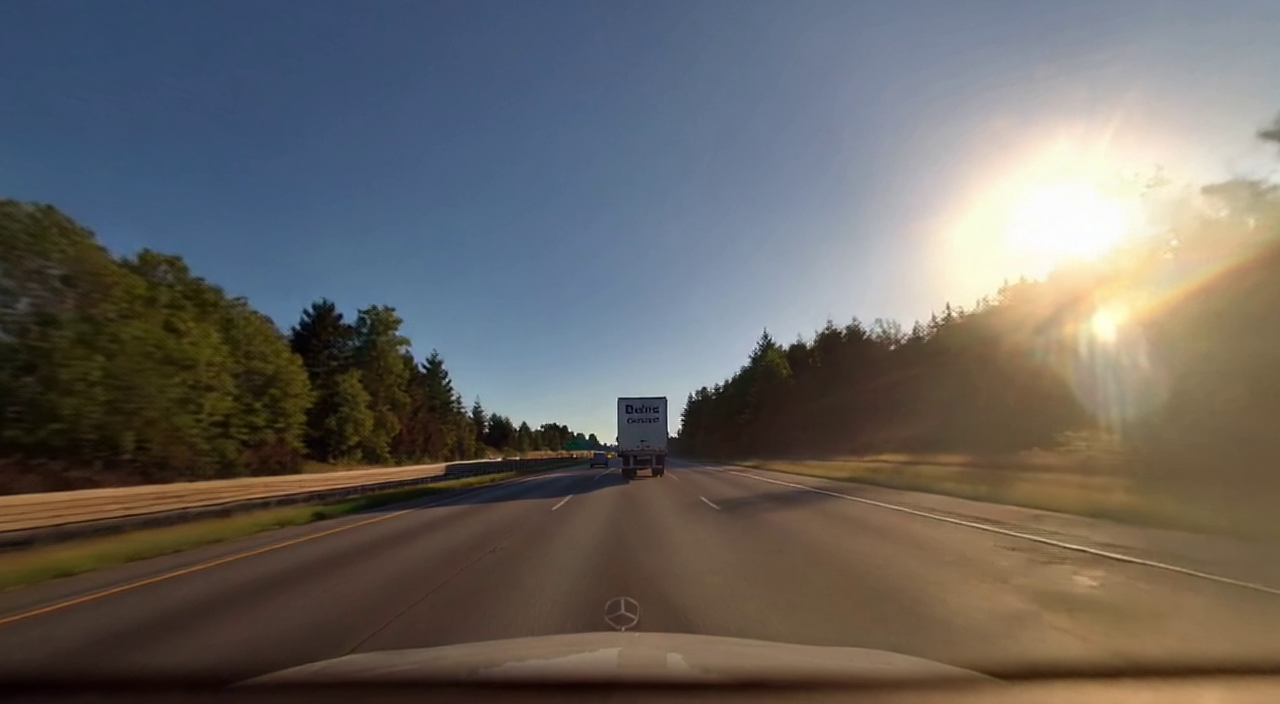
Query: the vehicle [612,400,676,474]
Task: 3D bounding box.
[{"bbox_3d":[0.206,6.019,43.355,3.537,4.071,17.399,0,-9,0],"label":"vehicle"}]
